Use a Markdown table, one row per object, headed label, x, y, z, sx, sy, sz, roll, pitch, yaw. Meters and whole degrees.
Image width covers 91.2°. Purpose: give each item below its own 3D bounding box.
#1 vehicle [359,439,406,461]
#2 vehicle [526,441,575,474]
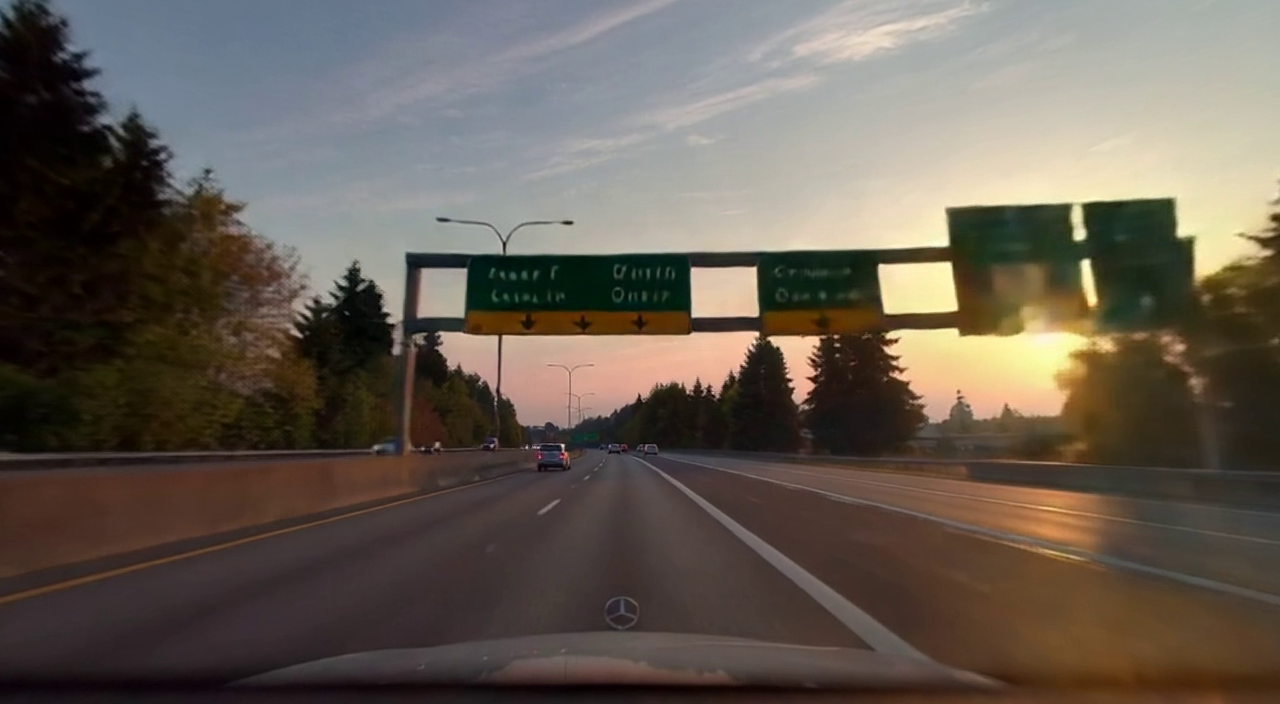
| label | x | y | z | sx | sy | sz | roll | pitch | yaw |
| --- | --- | --- | --- | --- | --- | --- | --- | --- | --- |
| vehicle | -18.147 | 6.932 | 44.358 | 1.759 | 1.489 | 3.855 | 0 | -9 | -1 |
| vehicle | -4.587 | 5.475 | 32.682 | 2.071 | 1.615 | 3.868 | 0 | -9 | -1 |
